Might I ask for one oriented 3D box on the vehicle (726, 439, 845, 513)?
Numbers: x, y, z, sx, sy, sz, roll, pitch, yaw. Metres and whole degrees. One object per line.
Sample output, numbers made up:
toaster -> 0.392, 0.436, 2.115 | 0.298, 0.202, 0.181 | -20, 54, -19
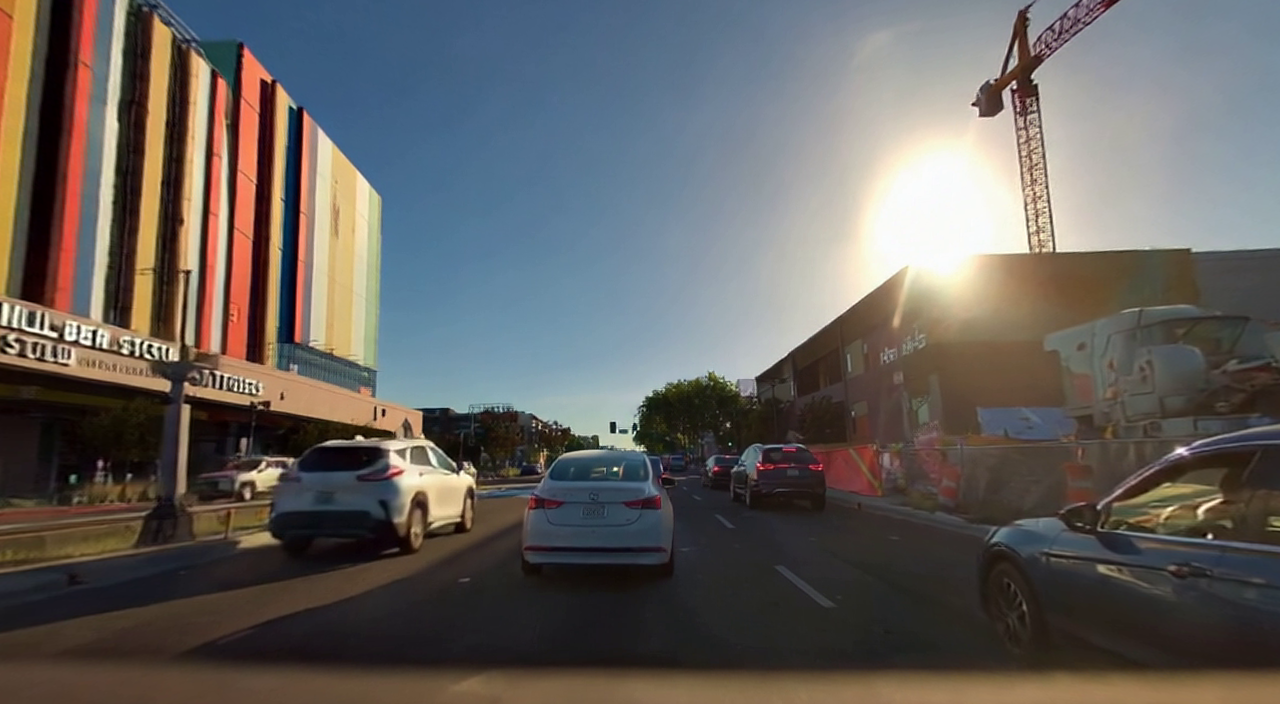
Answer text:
vehicle -> 3.937, 3.440, 18.152 | 2.185, 1.797, 4.934 | 0, -9, -1

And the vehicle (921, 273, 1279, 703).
vehicle -> 3.409, 0.742, 2.546 | 2.182, 1.954, 5.341 | 0, -9, 2

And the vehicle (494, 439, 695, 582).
vehicle -> -0.447, 2.000, 8.857 | 2.131, 1.496, 4.193 | 0, -9, 1

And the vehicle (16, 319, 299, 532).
vehicle -> -9.109, 1.476, 12.457 | 2.592, 3.548, 3.414 | -2, -9, 3

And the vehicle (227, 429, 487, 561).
vehicle -> -4.216, 2.190, 10.432 | 2.201, 1.691, 4.305 | 0, -9, 1
